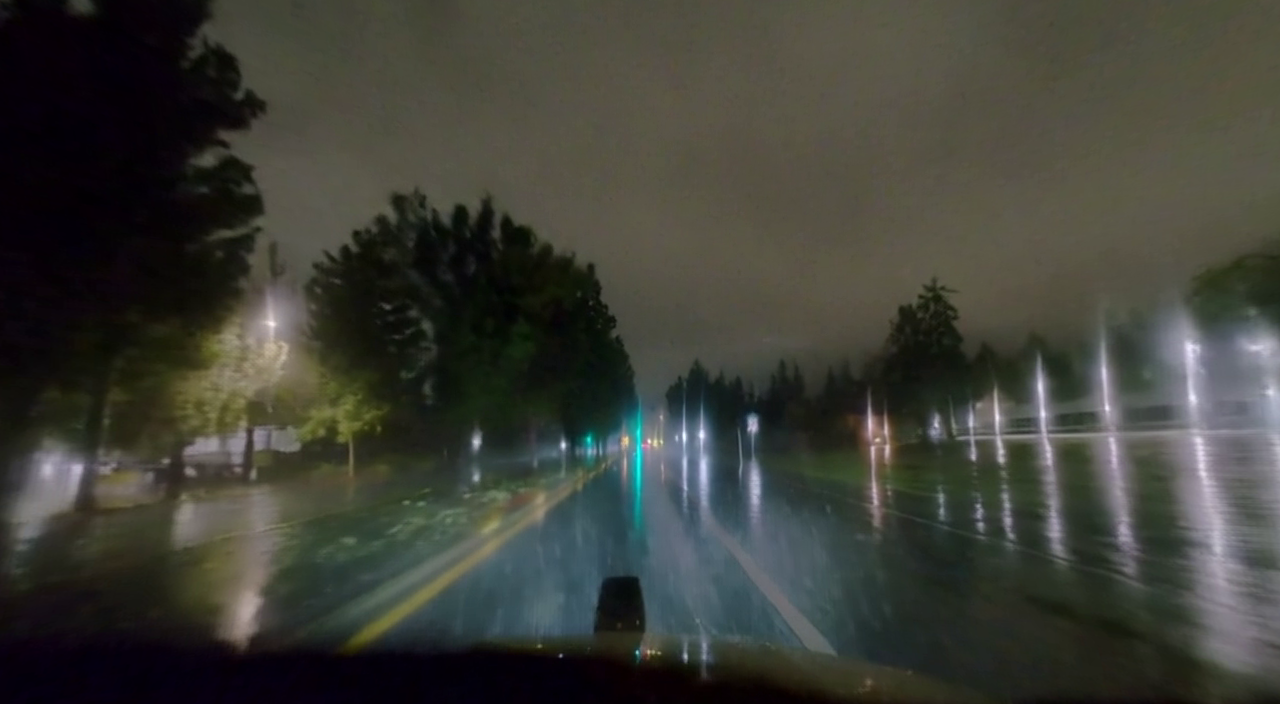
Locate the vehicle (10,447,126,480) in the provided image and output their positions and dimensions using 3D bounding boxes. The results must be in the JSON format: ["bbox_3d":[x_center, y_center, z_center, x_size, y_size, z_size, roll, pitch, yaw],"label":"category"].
[{"bbox_3d":[-41.470,8.056,45.940,5.799,2.039,2.451,-2,-8,-5],"label":"vehicle"}]

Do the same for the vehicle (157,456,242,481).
[{"bbox_3d":[-28.692,7.590,41.210,4.342,1.446,1.722,-2,-8,2],"label":"vehicle"}]
